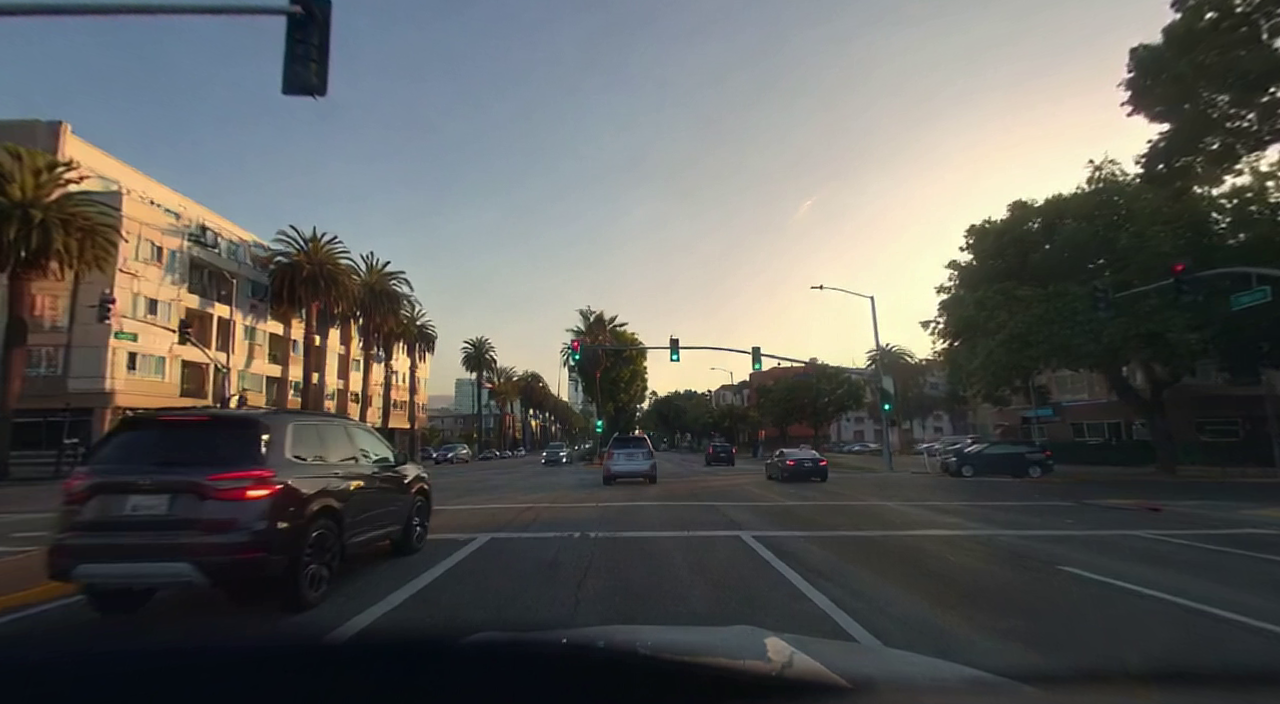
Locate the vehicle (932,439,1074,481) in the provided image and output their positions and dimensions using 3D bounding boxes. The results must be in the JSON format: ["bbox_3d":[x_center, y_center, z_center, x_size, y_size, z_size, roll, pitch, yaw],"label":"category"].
[{"bbox_3d":[15.373,4.580,26.972,4.722,1.695,2.121,-2,-9,11],"label":"vehicle"}]

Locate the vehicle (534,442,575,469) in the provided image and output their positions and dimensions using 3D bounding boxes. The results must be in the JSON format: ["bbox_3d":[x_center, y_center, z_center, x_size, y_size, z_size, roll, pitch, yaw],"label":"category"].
[{"bbox_3d":[-5.342,6.518,39.790,2.028,1.489,4.386,-3,-8,-1],"label":"vehicle"}]

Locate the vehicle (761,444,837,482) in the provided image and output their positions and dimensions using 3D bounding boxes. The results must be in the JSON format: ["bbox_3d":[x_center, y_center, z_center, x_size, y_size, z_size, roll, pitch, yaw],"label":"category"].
[{"bbox_3d":[6.717,4.745,27.197,1.975,1.483,4.769,0,-8,-1],"label":"vehicle"}]

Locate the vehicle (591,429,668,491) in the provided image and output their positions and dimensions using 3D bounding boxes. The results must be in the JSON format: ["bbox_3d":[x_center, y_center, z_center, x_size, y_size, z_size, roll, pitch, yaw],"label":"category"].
[{"bbox_3d":[-0.319,3.535,20.944,2.277,1.816,4.192,0,-8,0],"label":"vehicle"}]

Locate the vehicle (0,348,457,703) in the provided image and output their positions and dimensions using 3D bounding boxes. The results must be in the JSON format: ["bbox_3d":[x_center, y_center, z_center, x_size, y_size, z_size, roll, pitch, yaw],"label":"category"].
[{"bbox_3d":[-3.425,1.242,5.440,2.144,1.796,5.103,0,-8,0],"label":"vehicle"}]

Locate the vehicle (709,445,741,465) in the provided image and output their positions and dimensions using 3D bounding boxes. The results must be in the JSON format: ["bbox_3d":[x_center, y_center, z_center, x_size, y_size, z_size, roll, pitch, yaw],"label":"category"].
[{"bbox_3d":[6.429,7.861,48.108,1.777,1.443,3.942,0,-8,-2],"label":"vehicle"}]
